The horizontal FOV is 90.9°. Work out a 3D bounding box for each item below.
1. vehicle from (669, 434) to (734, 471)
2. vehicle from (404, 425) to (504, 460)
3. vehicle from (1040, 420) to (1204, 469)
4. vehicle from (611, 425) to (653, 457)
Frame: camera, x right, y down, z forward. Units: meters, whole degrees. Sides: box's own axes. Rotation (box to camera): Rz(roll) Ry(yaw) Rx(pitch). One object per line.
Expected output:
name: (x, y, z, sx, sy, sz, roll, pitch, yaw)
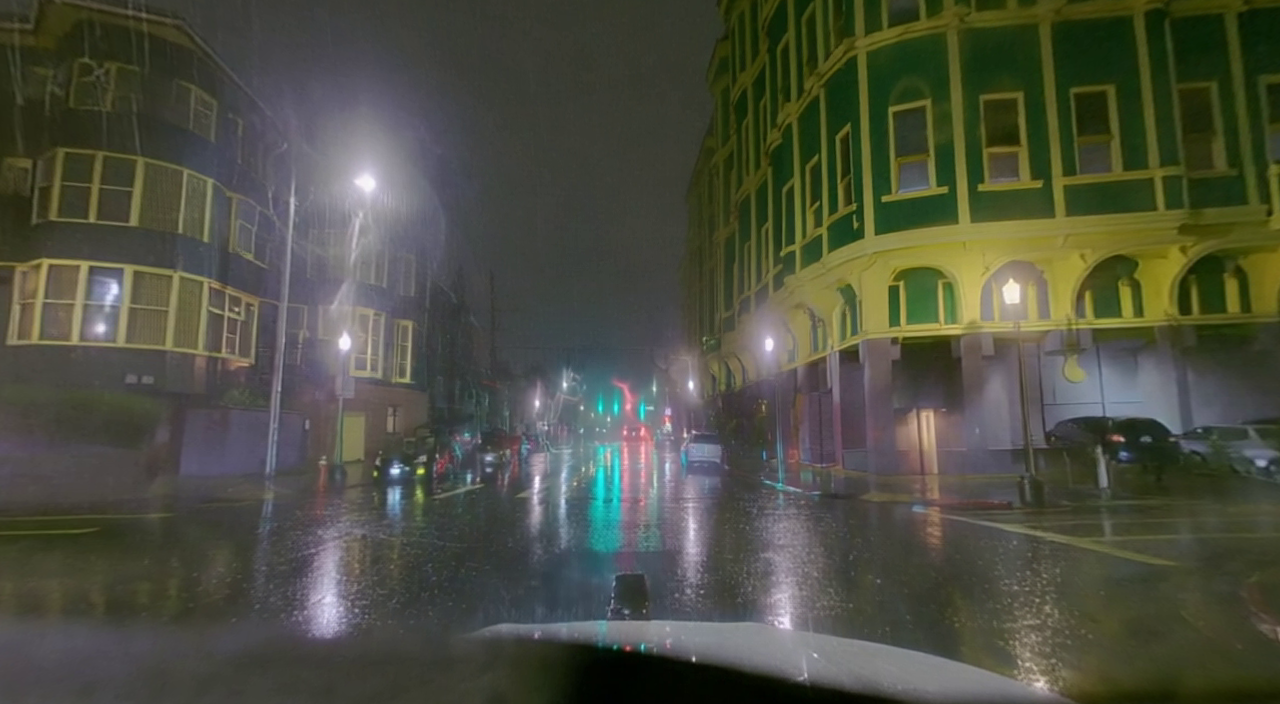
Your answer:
vehicle: (2.514, 4.299, 27.068, 2.290, 1.456, 4.503, 0, -8, -1)
vehicle: (-11.450, 5.588, 38.871, 5.540, 1.950, 2.113, 4, -12, -28)
vehicle: (15.293, 2.959, 20.139, 3.752, 1.453, 1.709, 0, -9, 2)
vehicle: (-0.493, 5.483, 38.693, 2.412, 1.834, 4.636, 0, -8, 0)
